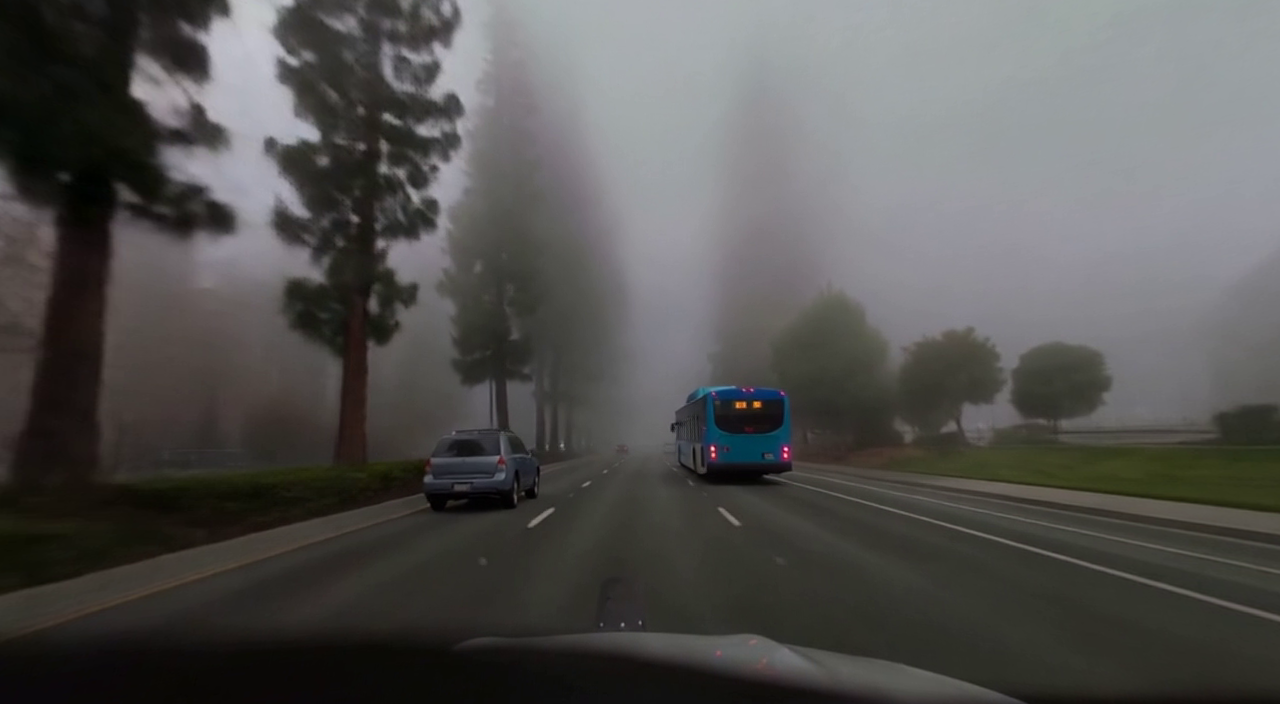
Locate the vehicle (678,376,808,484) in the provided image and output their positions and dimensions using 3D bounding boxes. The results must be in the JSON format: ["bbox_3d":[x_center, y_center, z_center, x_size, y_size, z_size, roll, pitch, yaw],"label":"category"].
[{"bbox_3d":[3.519,3.249,25.530,3.072,3.278,12.747,0,-8,0],"label":"vehicle"}]

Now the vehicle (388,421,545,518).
[{"bbox_3d":[-3.522,2.467,13.750,2.111,1.767,4.333,0,-8,1],"label":"vehicle"}]
